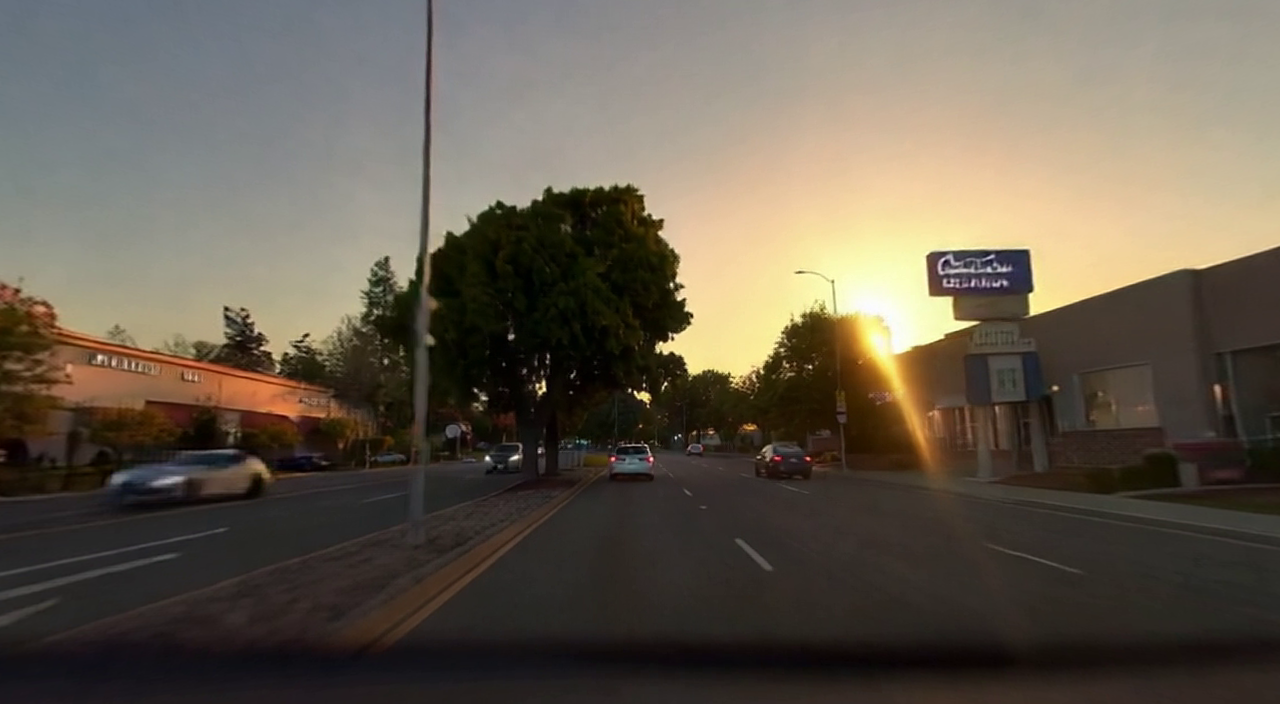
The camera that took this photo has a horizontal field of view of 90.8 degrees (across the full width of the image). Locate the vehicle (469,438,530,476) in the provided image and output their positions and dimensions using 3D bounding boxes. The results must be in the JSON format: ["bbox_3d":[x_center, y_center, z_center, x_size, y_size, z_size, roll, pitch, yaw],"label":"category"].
[{"bbox_3d":[-6.738,5.071,30.714,2.156,1.702,4.379,0,-9,-3],"label":"vehicle"}]

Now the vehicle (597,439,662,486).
[{"bbox_3d":[-0.353,3.909,22.618,2.106,1.496,3.964,0,-9,0],"label":"vehicle"}]

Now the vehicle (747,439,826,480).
[{"bbox_3d":[6.319,4.689,27.803,2.244,1.618,4.585,0,-9,-2],"label":"vehicle"}]

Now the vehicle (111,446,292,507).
[{"bbox_3d":[-11.928,3.383,17.646,1.833,1.464,4.463,0,-9,0],"label":"vehicle"}]
